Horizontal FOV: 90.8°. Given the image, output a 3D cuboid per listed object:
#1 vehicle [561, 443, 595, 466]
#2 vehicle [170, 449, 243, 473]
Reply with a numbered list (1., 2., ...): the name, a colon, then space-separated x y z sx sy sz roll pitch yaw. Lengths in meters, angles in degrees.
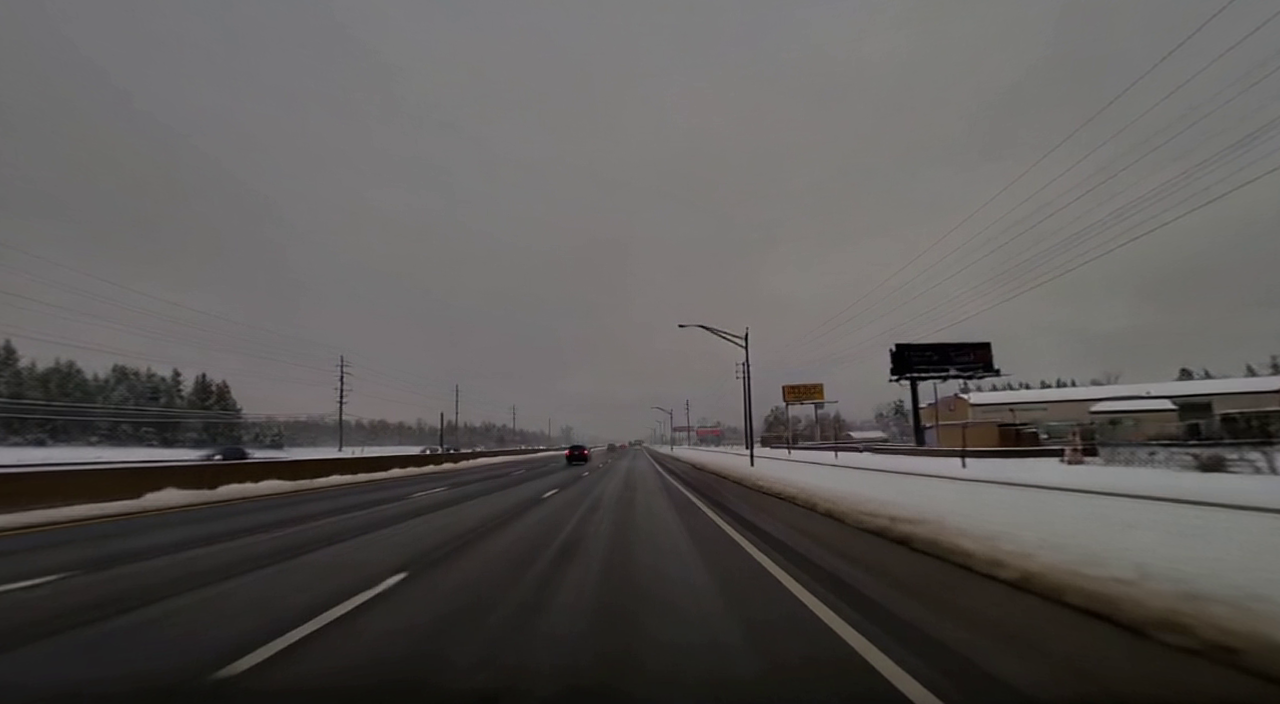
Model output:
1. vehicle: -4.256 7.143 44.127 1.940 1.479 4.545 0 -9 0
2. vehicle: -29.173 7.331 42.728 1.858 1.472 4.338 0 -9 0
